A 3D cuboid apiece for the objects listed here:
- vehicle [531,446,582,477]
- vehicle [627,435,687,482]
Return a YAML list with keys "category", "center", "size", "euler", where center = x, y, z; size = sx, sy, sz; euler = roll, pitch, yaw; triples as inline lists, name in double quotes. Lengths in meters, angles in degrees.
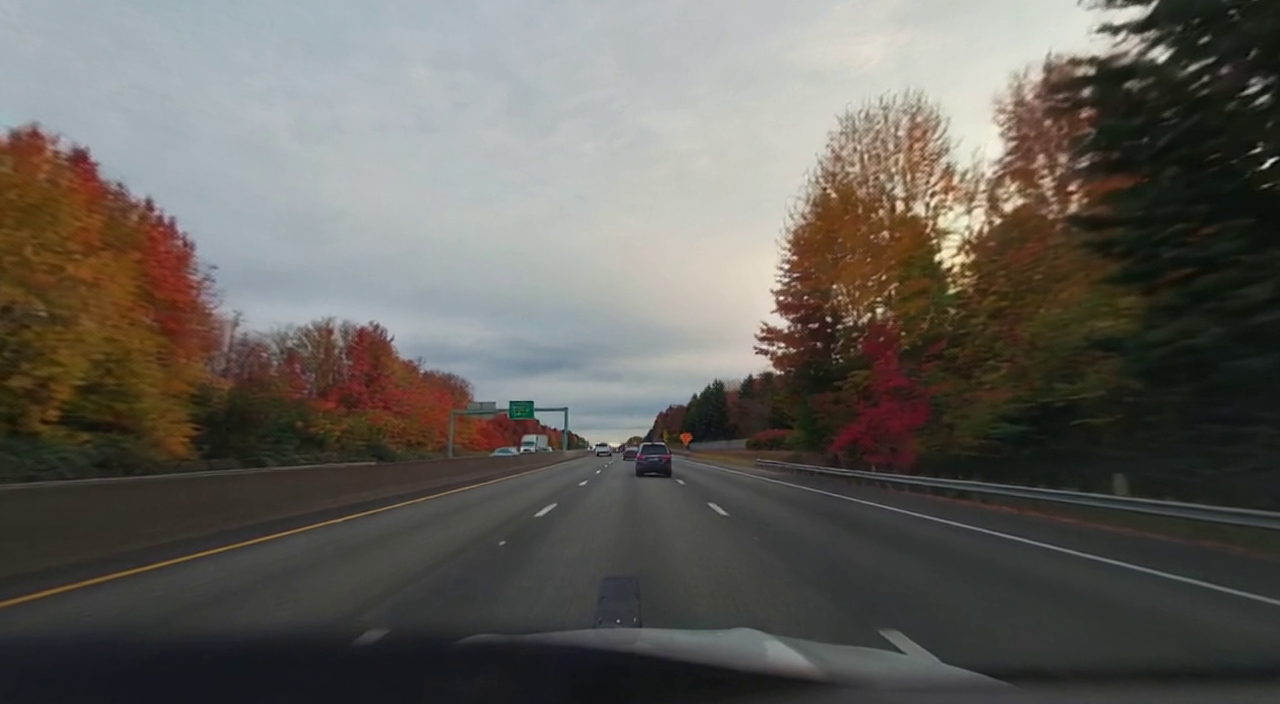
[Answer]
- category: "vehicle"
  center: [-4.012, 5.323, 30.720]
  size: [2.037, 1.418, 3.793]
  euler: [0, -9, 0]
- category: "vehicle"
  center: [0.605, 4.361, 25.846]
  size: [2.250, 1.718, 4.358]
  euler: [0, -9, -1]
